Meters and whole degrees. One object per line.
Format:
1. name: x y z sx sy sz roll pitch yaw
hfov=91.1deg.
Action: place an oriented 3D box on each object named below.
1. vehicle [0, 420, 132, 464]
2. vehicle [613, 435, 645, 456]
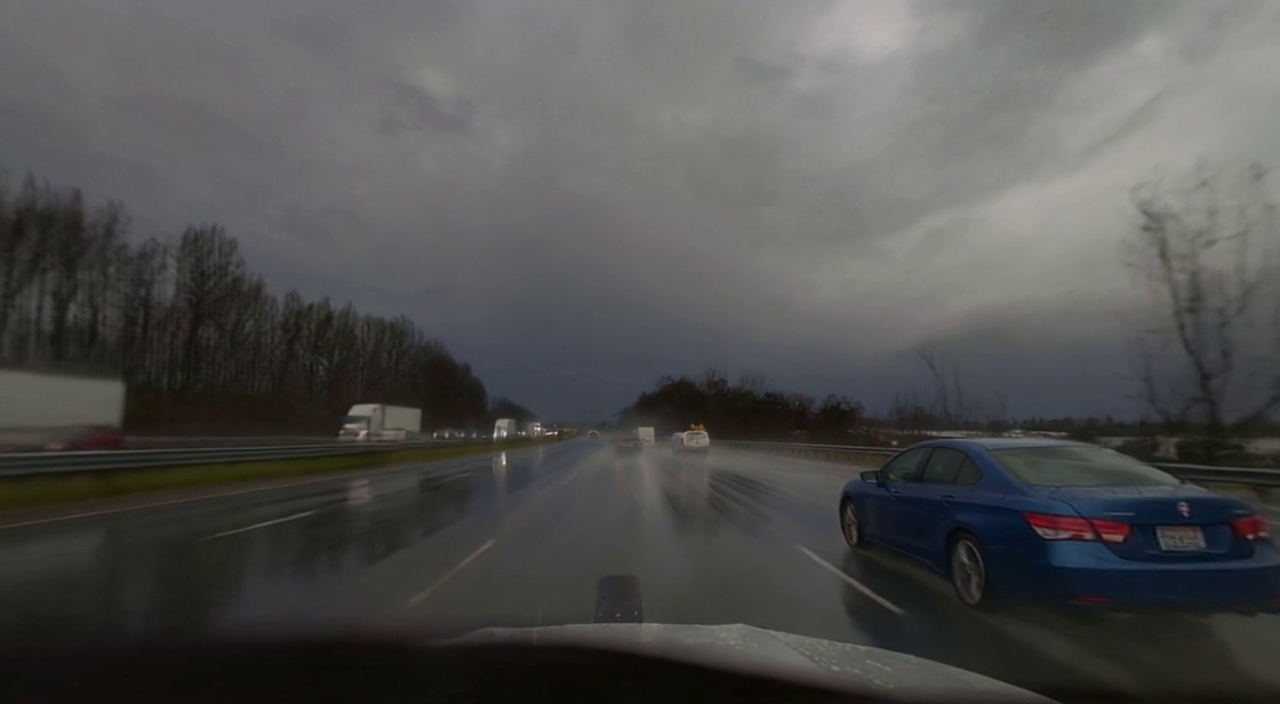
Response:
1. vehicle: -22.245 3.408 23.943 1.936 1.520 4.619 0 -8 -1
2. vehicle: -0.782 6.554 44.292 2.121 1.445 4.187 0 -8 -2
